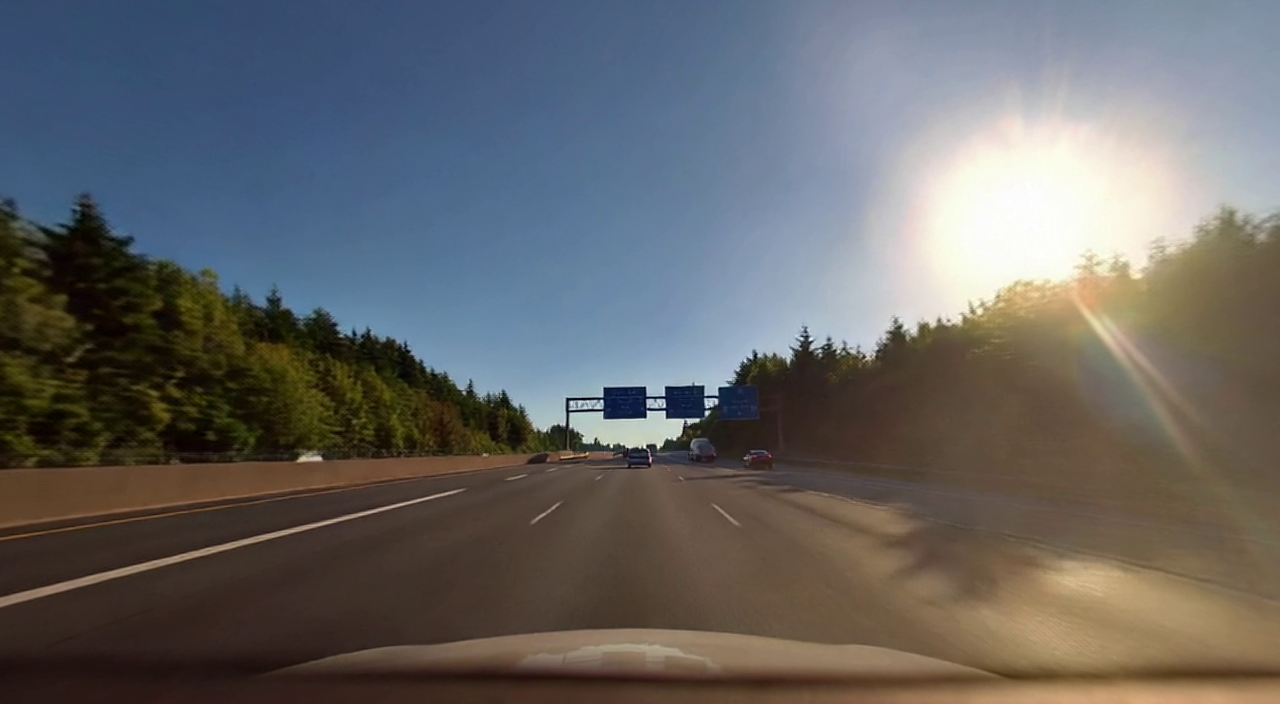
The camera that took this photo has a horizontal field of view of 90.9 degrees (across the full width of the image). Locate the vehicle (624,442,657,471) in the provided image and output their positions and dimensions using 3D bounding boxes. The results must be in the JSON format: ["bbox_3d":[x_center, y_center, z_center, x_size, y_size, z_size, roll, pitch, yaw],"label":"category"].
[{"bbox_3d":[0.060,7.114,42.834,2.167,1.847,4.097,0,-9,0],"label":"vehicle"}]

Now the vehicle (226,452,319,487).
[{"bbox_3d":[-18.798,5.998,32.532,2.067,1.640,4.449,0,-9,1],"label":"vehicle"}]
